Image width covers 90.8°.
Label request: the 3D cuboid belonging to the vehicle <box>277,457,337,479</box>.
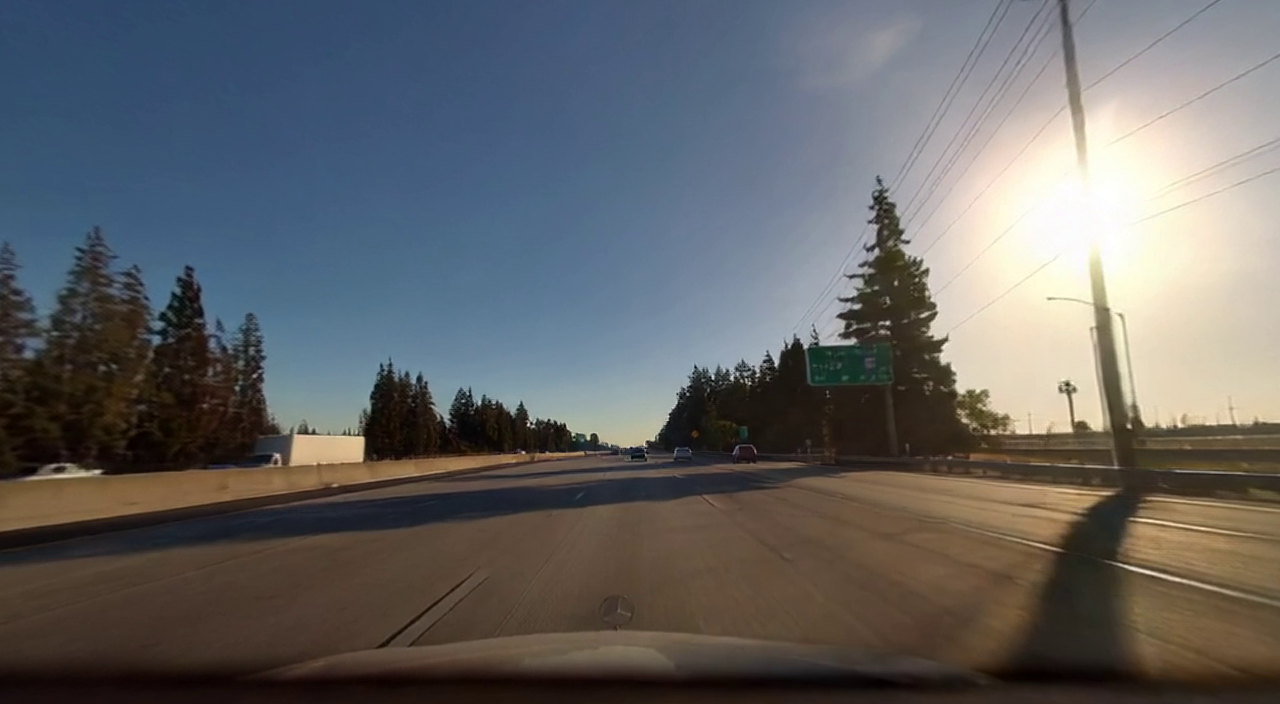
[{"bbox_3d":[-25.227,8.750,48.002,2.340,1.509,4.076,0,-9,0],"label":"vehicle"}]

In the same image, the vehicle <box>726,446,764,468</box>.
[{"bbox_3d":[7.227,7.258,43.759,1.817,1.440,4.075,0,-9,-2],"label":"vehicle"}]
